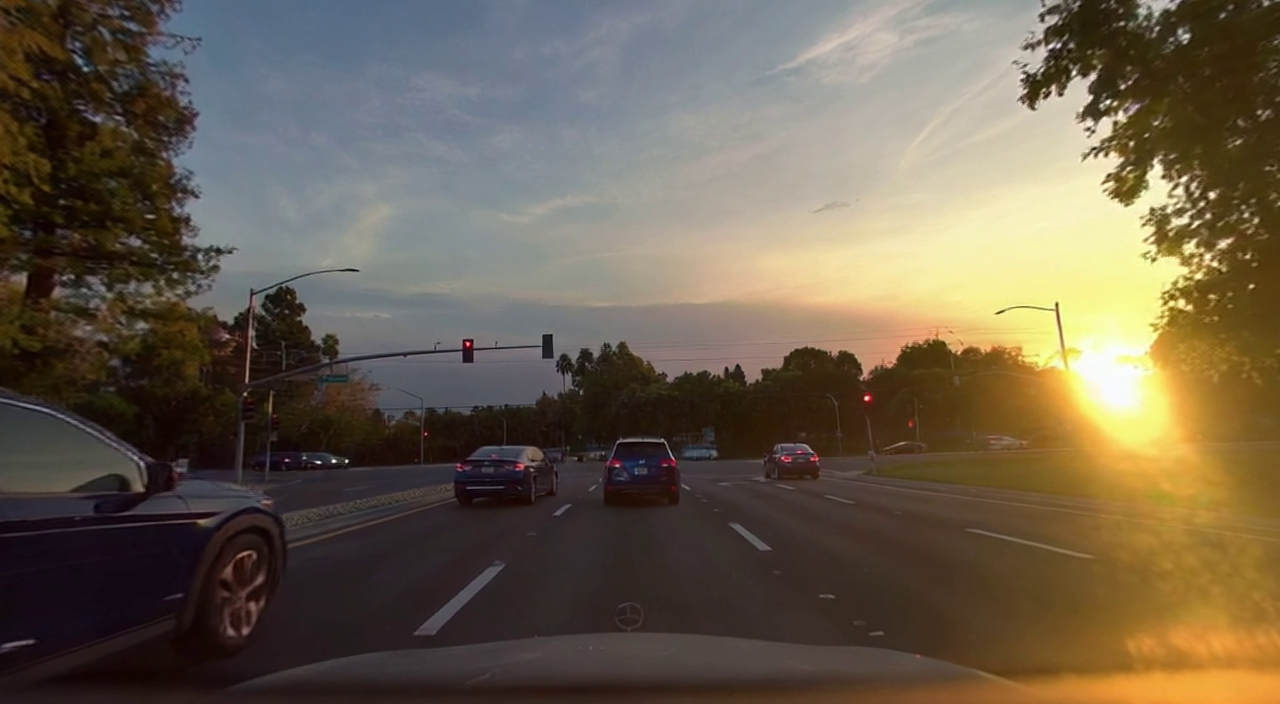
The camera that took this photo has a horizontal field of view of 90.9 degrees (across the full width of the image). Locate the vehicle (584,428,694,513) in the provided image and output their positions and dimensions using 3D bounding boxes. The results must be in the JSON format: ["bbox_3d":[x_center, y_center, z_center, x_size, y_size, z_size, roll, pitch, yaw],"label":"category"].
[{"bbox_3d":[-0.003,2.811,15.413,2.298,1.770,4.138,0,-9,0],"label":"vehicle"}]

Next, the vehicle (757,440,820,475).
[{"bbox_3d":[7.972,5.719,34.447,2.166,1.761,4.692,0,-9,-2],"label":"vehicle"}]

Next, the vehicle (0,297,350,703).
[{"bbox_3d":[-3.532,0.756,2.445,2.320,1.863,5.148,0,-9,0],"label":"vehicle"}]

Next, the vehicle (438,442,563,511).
[{"bbox_3d":[-3.408,3.146,16.566,2.061,1.504,5.142,0,-9,0],"label":"vehicle"}]
